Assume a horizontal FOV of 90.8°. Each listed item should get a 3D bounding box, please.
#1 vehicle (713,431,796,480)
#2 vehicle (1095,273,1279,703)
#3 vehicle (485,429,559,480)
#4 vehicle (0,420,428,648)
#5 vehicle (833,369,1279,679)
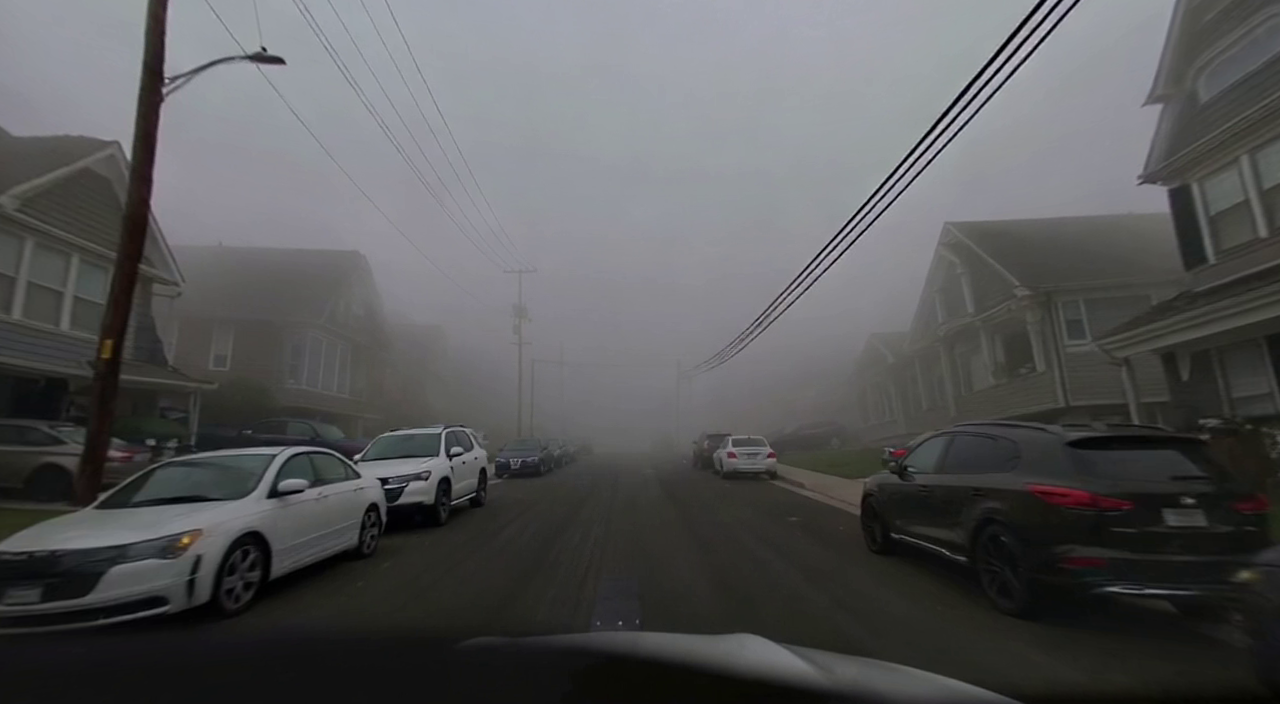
[{"bbox_3d":[3.601,3.370,20.754,2.083,1.407,4.506,0,-8,3],"label":"vehicle"},{"bbox_3d":[3.699,0.411,0.730,2.066,1.990,5.511,0,-8,-2],"label":"vehicle"},{"bbox_3d":[-4.382,3.970,24.219,2.031,1.708,4.746,-2,-10,-1],"label":"vehicle"},{"bbox_3d":[-3.829,1.515,6.498,2.024,1.460,4.600,0,-8,-4],"label":"vehicle"},{"bbox_3d":[3.702,1.322,6.042,2.025,1.741,4.748,0,-8,-2],"label":"vehicle"}]
